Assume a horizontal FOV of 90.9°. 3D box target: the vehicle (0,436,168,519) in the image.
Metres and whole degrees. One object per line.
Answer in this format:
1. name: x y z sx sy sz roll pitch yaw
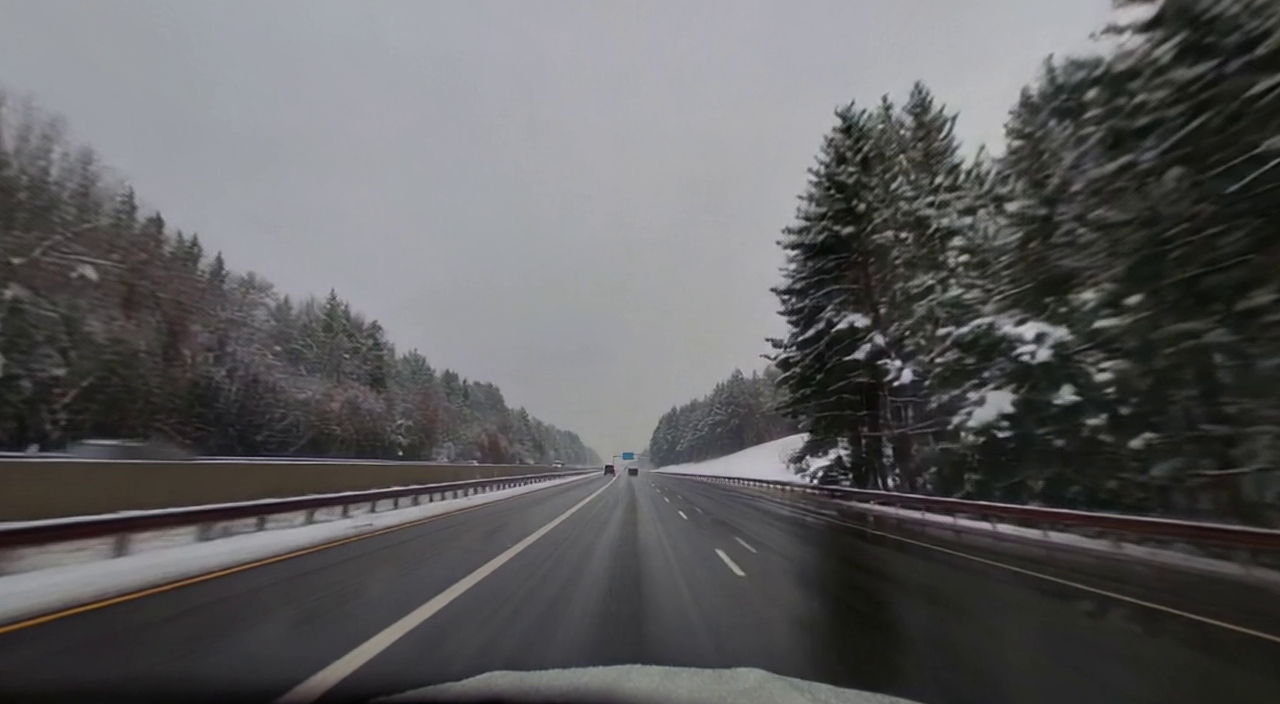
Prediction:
1. vehicle: -12.297 2.581 13.180 1.830 1.454 3.815 1 -11 0
